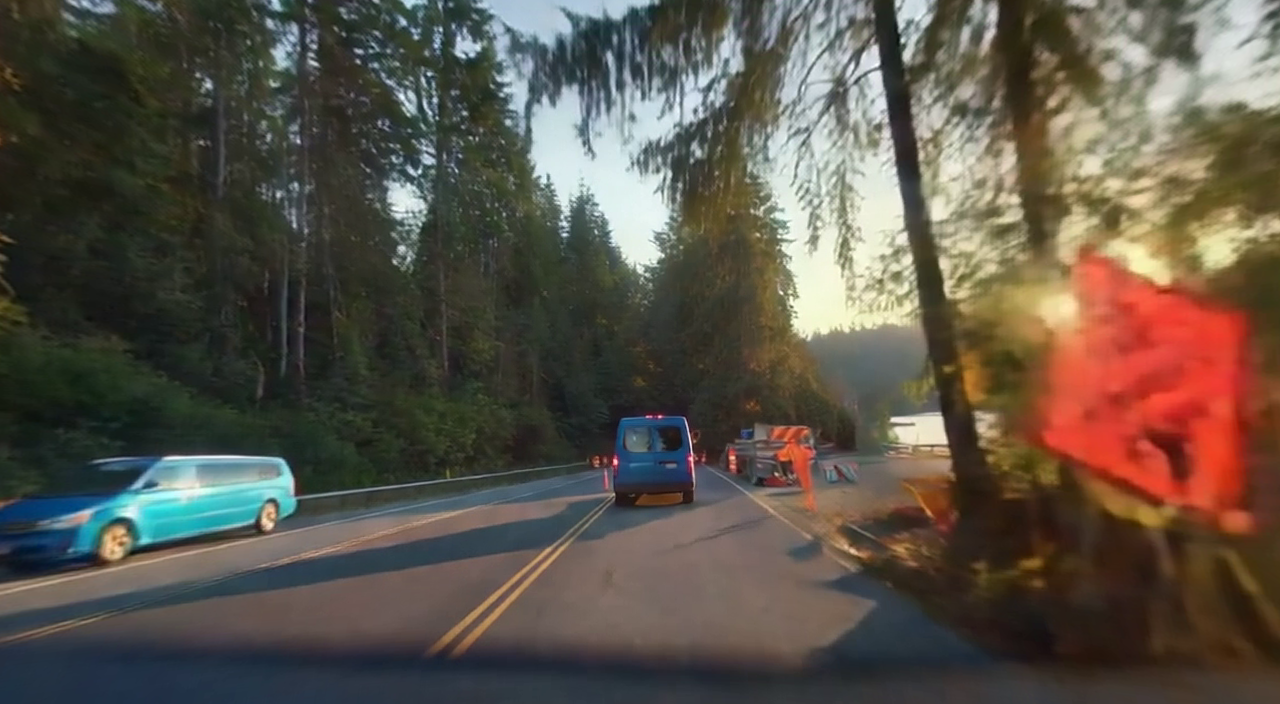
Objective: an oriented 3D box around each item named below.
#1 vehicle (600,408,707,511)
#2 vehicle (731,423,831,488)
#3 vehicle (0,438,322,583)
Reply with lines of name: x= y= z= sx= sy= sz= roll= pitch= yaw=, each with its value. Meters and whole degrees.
vehicle: x=0.481 y=2.736 z=16.498 sx=2.362 sy=2.247 sz=4.892 roll=-1 pitch=-9 yaw=5
vehicle: x=5.012 y=3.846 z=23.880 sx=2.833 sy=2.033 sz=7.668 roll=-1 pitch=-9 yaw=6
vehicle: x=-8.204 y=2.450 z=11.023 sx=2.055 sy=1.809 sz=5.906 roll=0 pitch=-9 yaw=2
